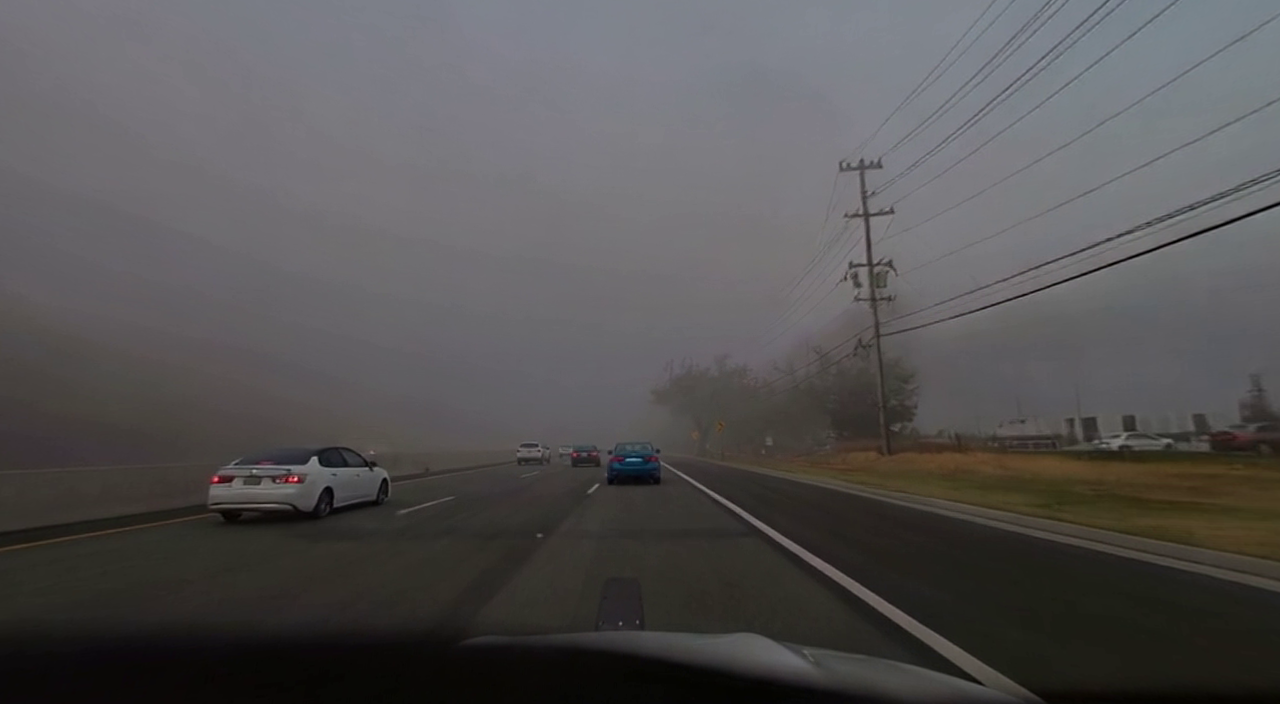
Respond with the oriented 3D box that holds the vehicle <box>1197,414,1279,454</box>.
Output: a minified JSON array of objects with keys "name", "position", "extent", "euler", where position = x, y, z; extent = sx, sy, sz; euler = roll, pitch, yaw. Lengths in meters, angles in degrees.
[{"name":"vehicle","position":[29.563,3.880,29.779],"extent":[4.554,1.761,2.095],"euler":[0,-8,0]}]

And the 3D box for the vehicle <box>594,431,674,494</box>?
[{"name":"vehicle","position":[-0.183,3.242,18.892],"extent":[2.140,1.653,4.108],"euler":[0,-8,-1]}]

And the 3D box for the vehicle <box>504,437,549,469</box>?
[{"name":"vehicle","position":[-6.623,5.962,37.327],"extent":[1.914,1.756,4.179],"euler":[0,-8,-1]}]

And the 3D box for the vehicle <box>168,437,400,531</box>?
[{"name":"vehicle","position":[-6.580,2.446,12.434],"extent":[1.900,1.483,4.547],"euler":[0,-8,0]}]

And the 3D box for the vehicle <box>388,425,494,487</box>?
[{"name":"vehicle","position":[-6.823,3.618,22.327],"extent":[2.144,1.905,4.967],"euler":[0,-8,0]}]

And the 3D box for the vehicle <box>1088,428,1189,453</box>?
[{"name":"vehicle","position":[29.102,5.176,36.970],"extent":[4.105,1.306,2.050],"euler":[-2,-8,1]}]
